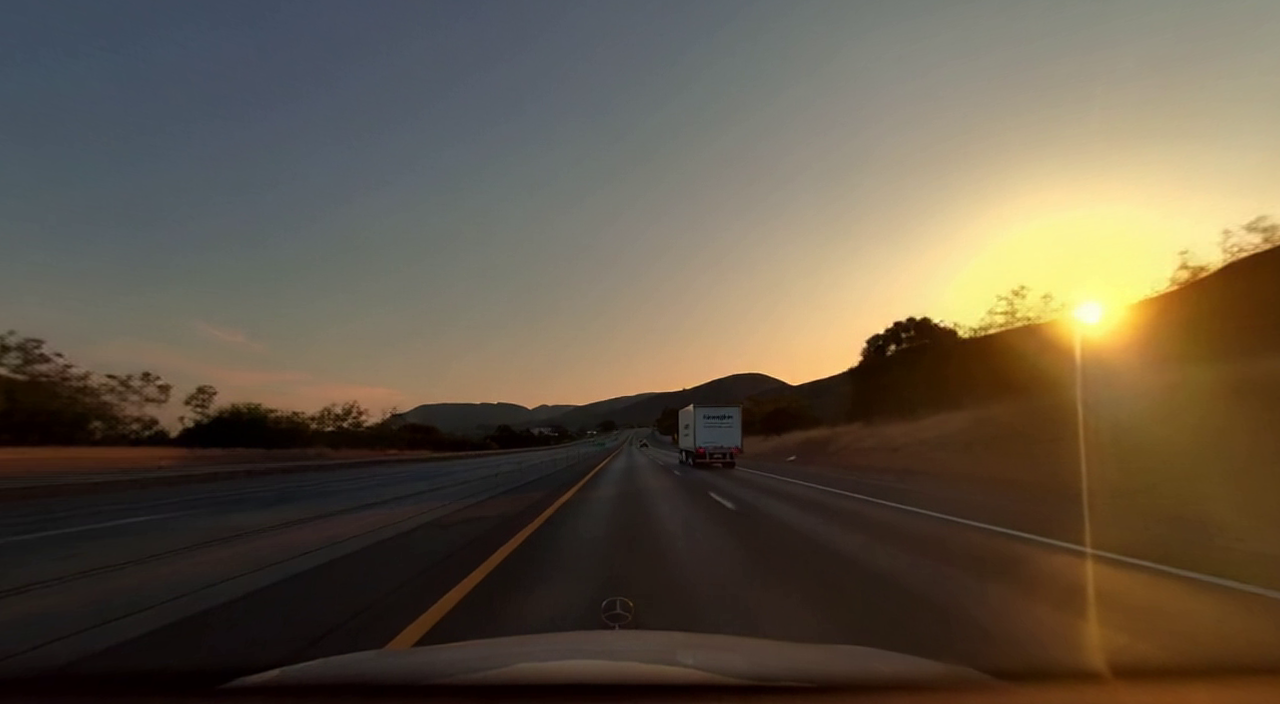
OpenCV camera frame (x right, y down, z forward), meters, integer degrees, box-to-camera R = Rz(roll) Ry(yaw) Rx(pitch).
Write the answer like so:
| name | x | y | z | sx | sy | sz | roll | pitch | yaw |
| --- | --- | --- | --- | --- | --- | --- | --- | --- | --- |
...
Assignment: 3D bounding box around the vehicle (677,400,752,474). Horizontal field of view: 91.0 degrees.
| name | x | y | z | sx | sy | sz | roll | pitch | yaw |
| --- | --- | --- | --- | --- | --- | --- | --- | --- | --- |
| vehicle | 3.480 | 4.225 | 31.192 | 2.702 | 3.193 | 7.196 | -1 | -8 | -1 |
